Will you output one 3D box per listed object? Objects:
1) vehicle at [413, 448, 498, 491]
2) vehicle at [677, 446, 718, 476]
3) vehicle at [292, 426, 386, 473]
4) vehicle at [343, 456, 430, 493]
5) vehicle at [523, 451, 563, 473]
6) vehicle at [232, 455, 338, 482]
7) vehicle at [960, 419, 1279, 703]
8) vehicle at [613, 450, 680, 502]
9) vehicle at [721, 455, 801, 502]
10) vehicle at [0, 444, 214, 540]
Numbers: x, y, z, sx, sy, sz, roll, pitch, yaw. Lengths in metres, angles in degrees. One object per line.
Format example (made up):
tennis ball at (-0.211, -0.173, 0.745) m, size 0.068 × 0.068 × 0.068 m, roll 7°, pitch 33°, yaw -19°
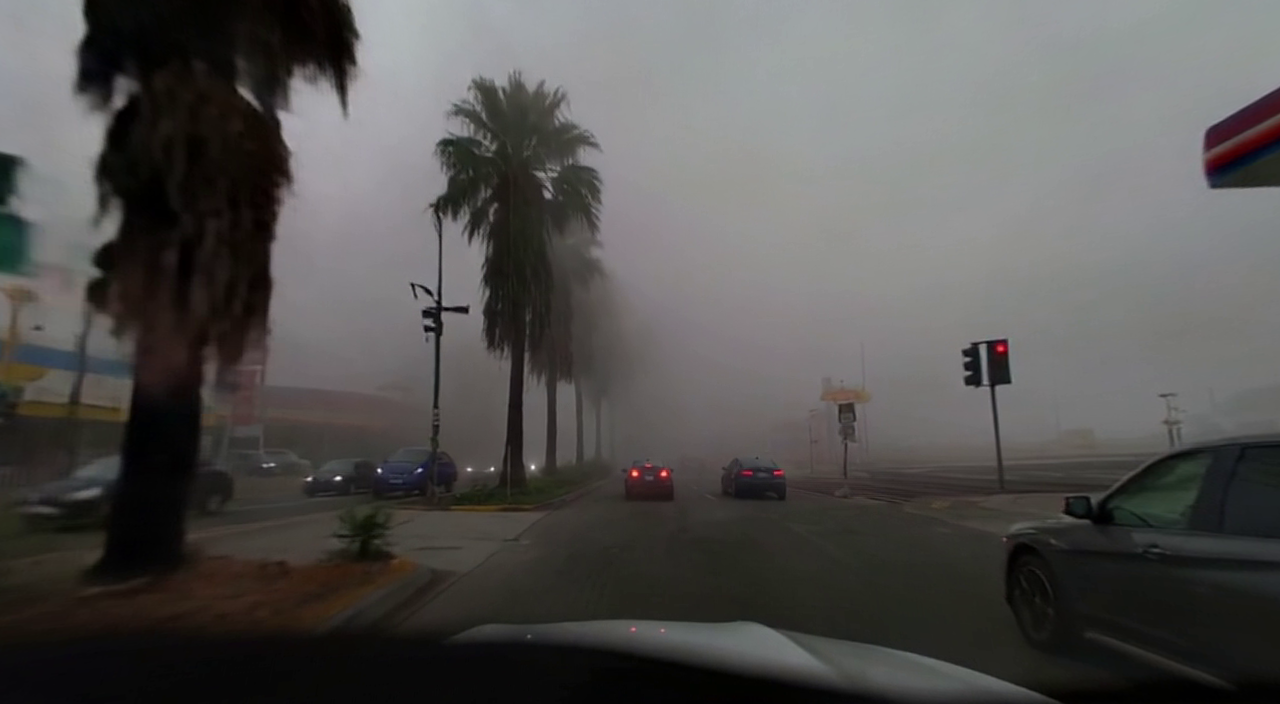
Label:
vehicle at (-8.018, 5.147, 27.969) m, size 1.980 × 1.719 × 4.963 m, roll -1°, pitch -9°, yaw 4°
vehicle at (3.783, 7.293, 42.343) m, size 2.299 × 1.803 × 5.434 m, roll 0°, pitch -9°, yaw 1°
vehicle at (-23.173, 7.653, 49.284) m, size 2.791 × 3.271 × 7.924 m, roll -1°, pitch -10°, yaw 5°
vehicle at (-11.182, 5.410, 28.243) m, size 1.908 × 1.506 × 4.397 m, roll -1°, pitch -9°, yaw 2°
vehicle at (-6.935, 7.911, 45.535) m, size 2.052 × 1.483 × 4.751 m, roll -1°, pitch -9°, yaw 1°
vehicle at (-20.412, 6.715, 36.474) m, size 4.858 × 1.489 × 2.147 m, roll -1°, pitch -10°, yaw 5°
vehicle at (3.576, 1.080, 2.929) m, size 1.987 × 1.474 × 4.198 m, roll 0°, pitch -9°, yaw 0°
vehicle at (0.172, 4.077, 21.140) m, size 2.021 × 1.550 × 4.090 m, roll 0°, pitch -9°, yaw -1°
vehicle at (4.074, 4.309, 21.940) m, size 1.889 × 1.448 × 4.262 m, roll 0°, pitch -9°, yaw 0°
vehicle at (-12.069, 2.955, 13.923) m, size 2.006 × 1.737 × 4.537 m, roll -1°, pitch -9°, yaw 3°
